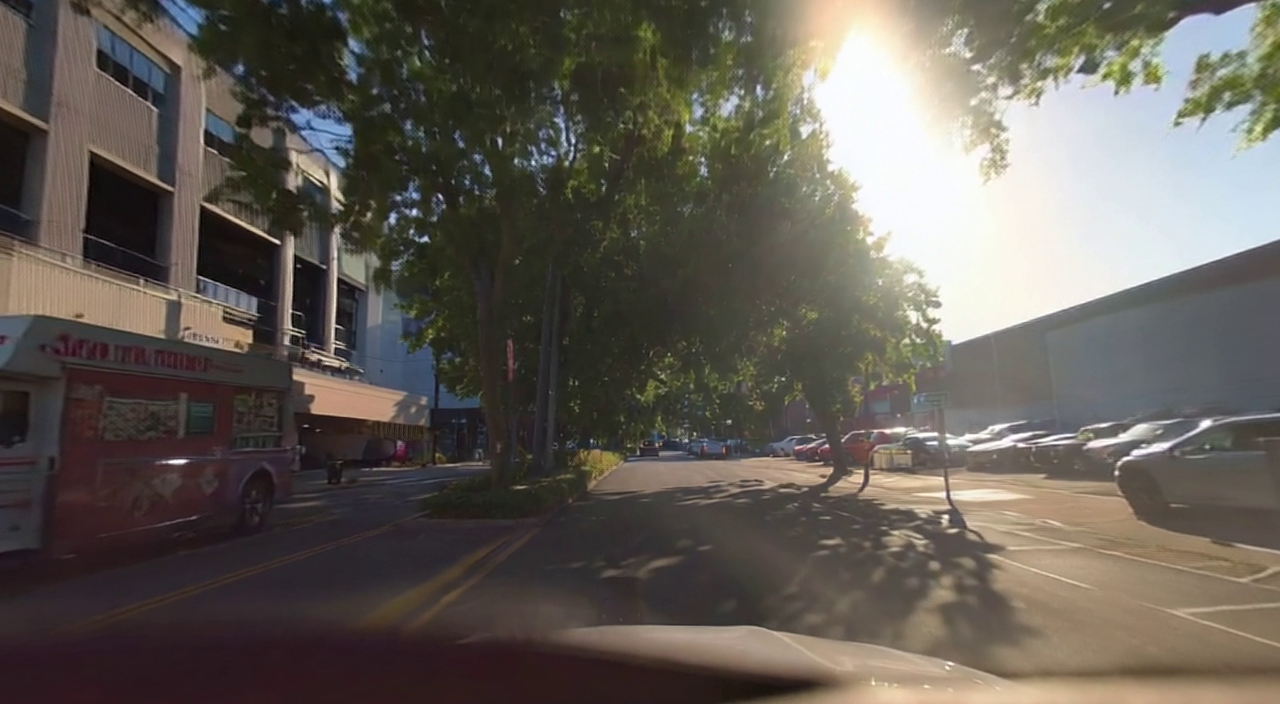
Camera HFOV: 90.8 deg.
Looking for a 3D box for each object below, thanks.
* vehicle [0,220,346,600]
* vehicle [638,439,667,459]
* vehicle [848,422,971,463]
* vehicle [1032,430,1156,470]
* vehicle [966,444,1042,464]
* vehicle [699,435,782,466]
[{"bbox_3d":[-6.987,0.915,8.191,2.968,3.222,7.036,-1,-8,-1],"label":"vehicle"},{"bbox_3d":[0.912,7.419,48.516,2.046,1.445,4.001,0,-8,-2],"label":"vehicle"},{"bbox_3d":[14.470,4.893,34.178,5.540,2.045,2.259,0,-8,0],"label":"vehicle"},{"bbox_3d":[26.557,5.750,37.105,5.596,2.168,2.307,2,-8,-3],"label":"vehicle"},{"bbox_3d":[27.376,7.665,47.557,4.558,1.452,1.790,0,-8,0],"label":"vehicle"},{"bbox_3d":[5.958,5.811,37.281,4.626,1.723,1.939,5,-10,-31],"label":"vehicle"}]
